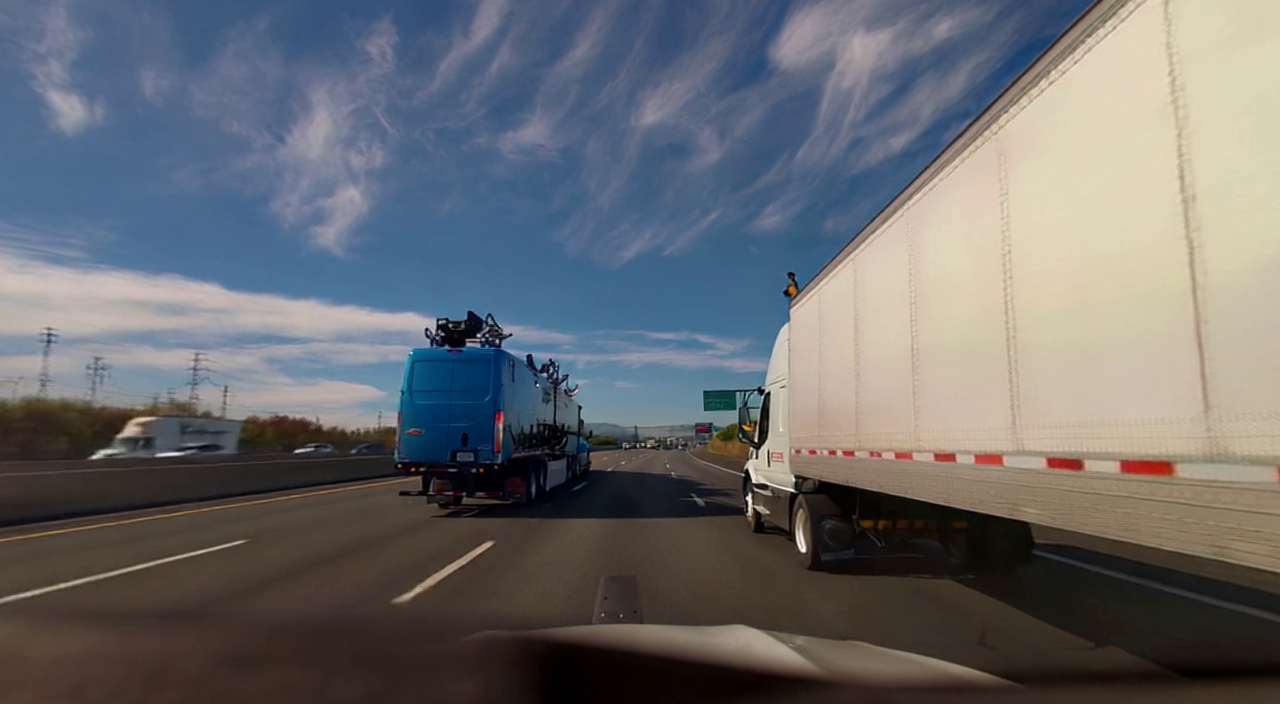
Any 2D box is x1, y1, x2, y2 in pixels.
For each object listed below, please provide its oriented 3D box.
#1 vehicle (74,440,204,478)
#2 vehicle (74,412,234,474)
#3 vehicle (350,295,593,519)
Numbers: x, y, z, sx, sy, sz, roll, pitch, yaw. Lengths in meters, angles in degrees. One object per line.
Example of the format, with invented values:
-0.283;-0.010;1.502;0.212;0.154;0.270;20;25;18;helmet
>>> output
-27.871;5.948;35.497;2.226;1.913;6.054;0;-9;1;vehicle
-31.755;6.057;42.027;2.917;3.651;9.445;0;-9;1;vehicle
-3.669;2.172;19.765;2.939;4.132;16.303;0;-8;1;vehicle
